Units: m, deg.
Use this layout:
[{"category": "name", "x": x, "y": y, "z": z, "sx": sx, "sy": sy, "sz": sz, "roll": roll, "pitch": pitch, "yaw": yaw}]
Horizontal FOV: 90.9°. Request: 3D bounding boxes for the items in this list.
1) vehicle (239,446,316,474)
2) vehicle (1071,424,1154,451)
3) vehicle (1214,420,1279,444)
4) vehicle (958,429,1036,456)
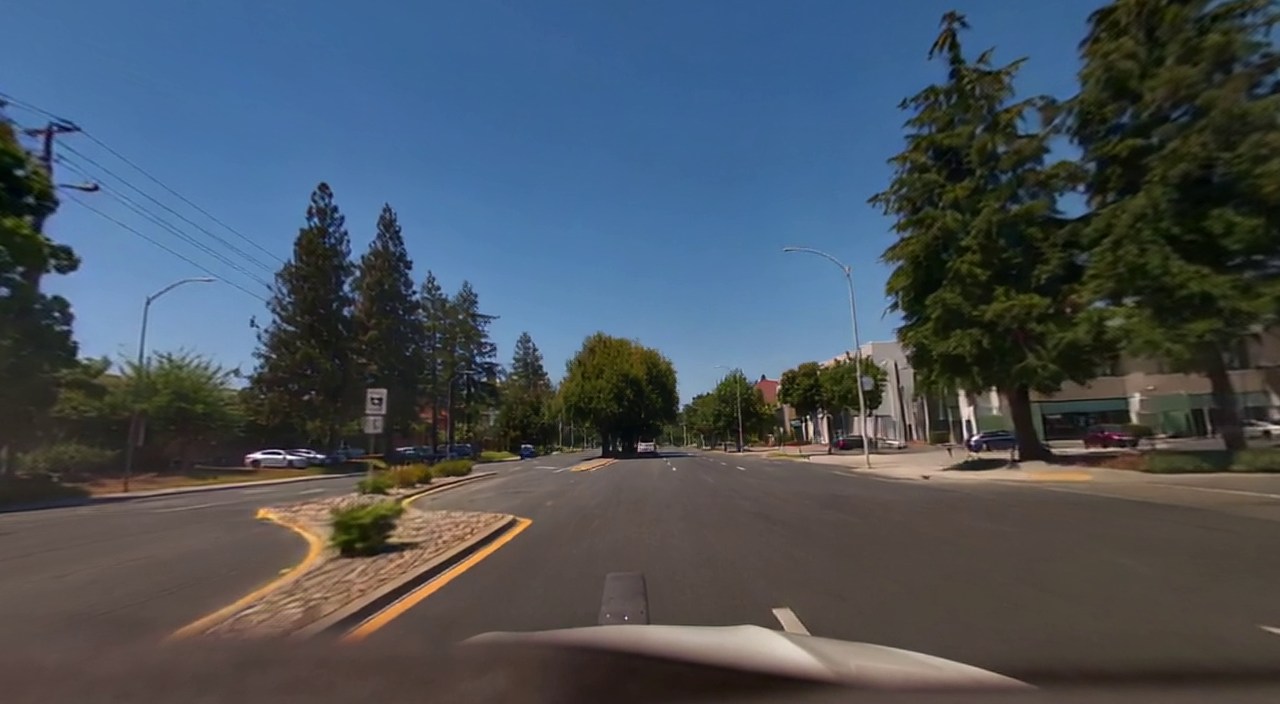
[{"category": "vehicle", "x": -26.328, "y": 7.805, "z": 45.825, "sx": 4.633, "sy": 1.923, "sz": 2.074, "roll": 5, "pitch": -10, "yaw": -34}, {"category": "vehicle", "x": 29.831, "y": 5.467, "z": 39.970, "sx": 1.854, "sy": 1.604, "sz": 4.333, "roll": 0, "pitch": -8, "yaw": 0}, {"category": "vehicle", "x": 42.034, "y": 5.461, "z": 42.700, "sx": 1.921, "sy": 1.510, "sz": 4.683, "roll": 0, "pitch": -8, "yaw": 2}, {"category": "vehicle", "x": 22.376, "y": 5.711, "z": 39.779, "sx": 2.009, "sy": 1.533, "sz": 5.047, "roll": 0, "pitch": -8, "yaw": 0}]
